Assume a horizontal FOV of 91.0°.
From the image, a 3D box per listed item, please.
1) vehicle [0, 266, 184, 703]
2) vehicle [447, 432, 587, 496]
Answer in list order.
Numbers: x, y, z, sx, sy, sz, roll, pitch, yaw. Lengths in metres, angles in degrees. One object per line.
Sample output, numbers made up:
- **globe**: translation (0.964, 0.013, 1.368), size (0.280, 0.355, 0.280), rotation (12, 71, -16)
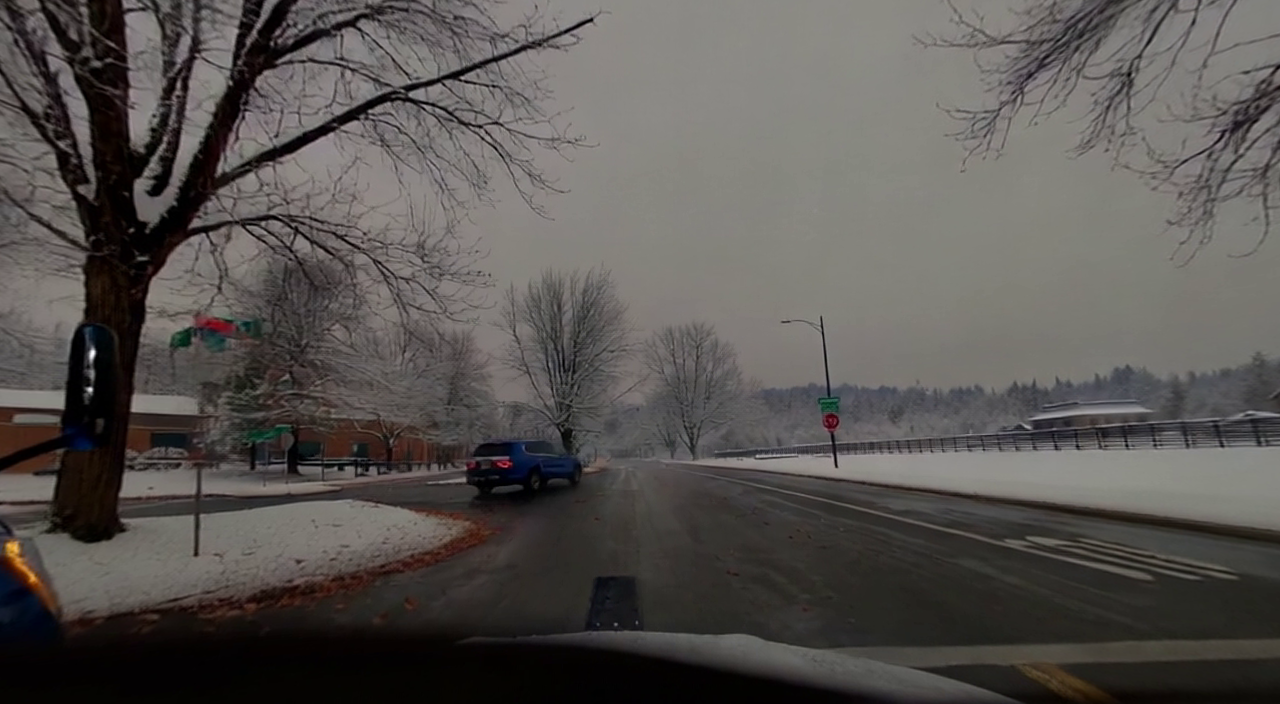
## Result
- **vehicle**: translation (-3.520, 0.478, 0.978), size (2.145, 2.038, 4.656), rotation (0, -9, -1)
- **vehicle**: translation (-4.272, 4.044, 23.180), size (2.284, 2.012, 5.607), rotation (-4, -9, 23)
